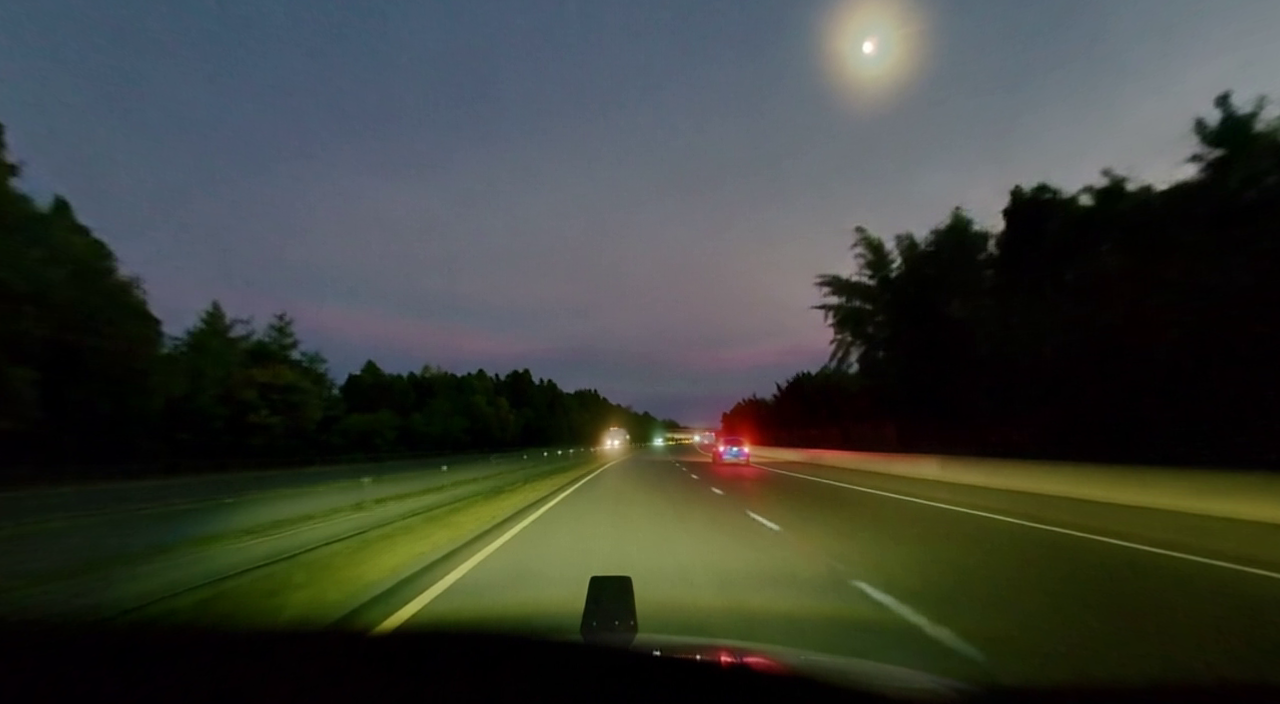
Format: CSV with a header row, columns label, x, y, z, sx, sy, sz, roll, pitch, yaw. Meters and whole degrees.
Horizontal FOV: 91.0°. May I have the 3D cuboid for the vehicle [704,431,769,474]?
label,x,y,z,sx,sy,sz,roll,pitch,yaw
vehicle,4.009,4.262,26.859,2.022,1.663,4.245,0,-8,-1
